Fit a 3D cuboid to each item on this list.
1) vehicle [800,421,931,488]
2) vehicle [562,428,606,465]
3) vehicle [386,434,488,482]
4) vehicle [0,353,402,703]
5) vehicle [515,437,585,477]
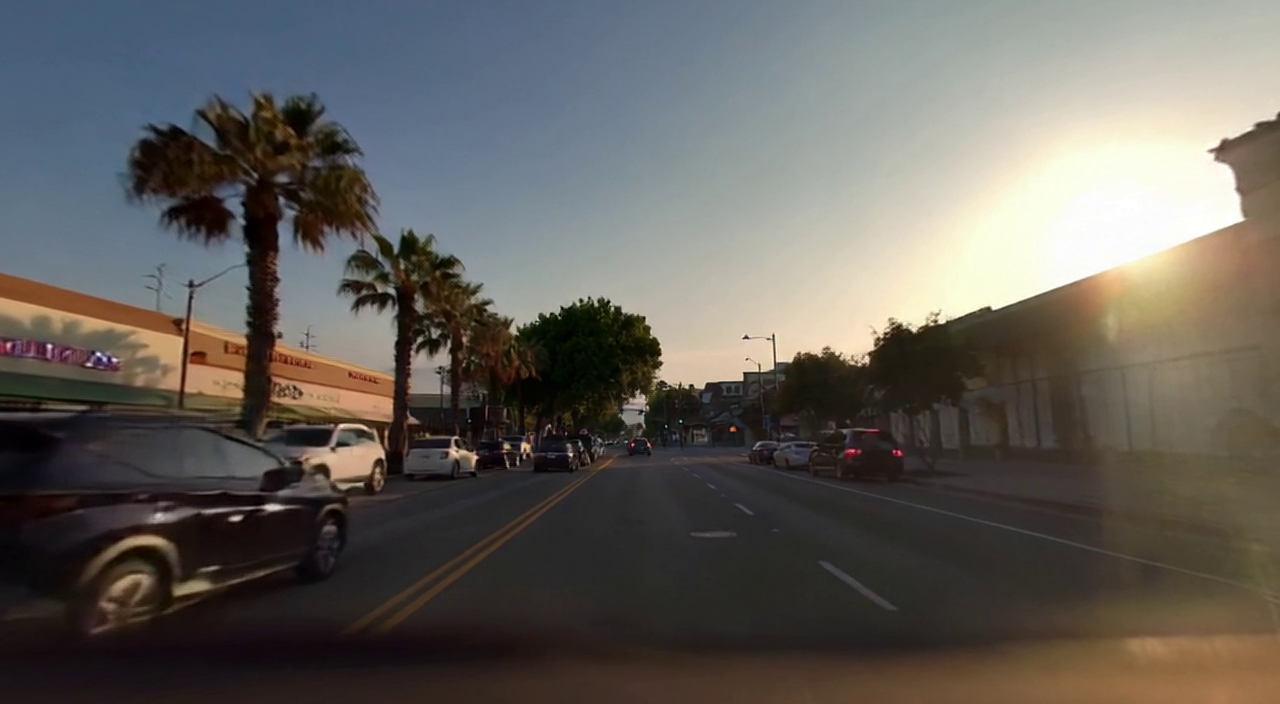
[{"bbox_3d":[7.377,3.454,21.487,2.256,1.936,5.838,0,-9,0],"label":"vehicle"},{"bbox_3d":[-3.246,5.589,37.334,2.158,2.040,4.511,0,-9,0],"label":"vehicle"},{"bbox_3d":[-6.962,3.679,22.179,2.071,1.501,4.339,0,-9,1],"label":"vehicle"},{"bbox_3d":[-3.618,1.125,4.699,2.024,1.636,4.121,0,-9,1],"label":"vehicle"},{"bbox_3d":[-3.496,4.197,25.474,2.044,1.462,4.624,0,-9,1],"label":"vehicle"}]
